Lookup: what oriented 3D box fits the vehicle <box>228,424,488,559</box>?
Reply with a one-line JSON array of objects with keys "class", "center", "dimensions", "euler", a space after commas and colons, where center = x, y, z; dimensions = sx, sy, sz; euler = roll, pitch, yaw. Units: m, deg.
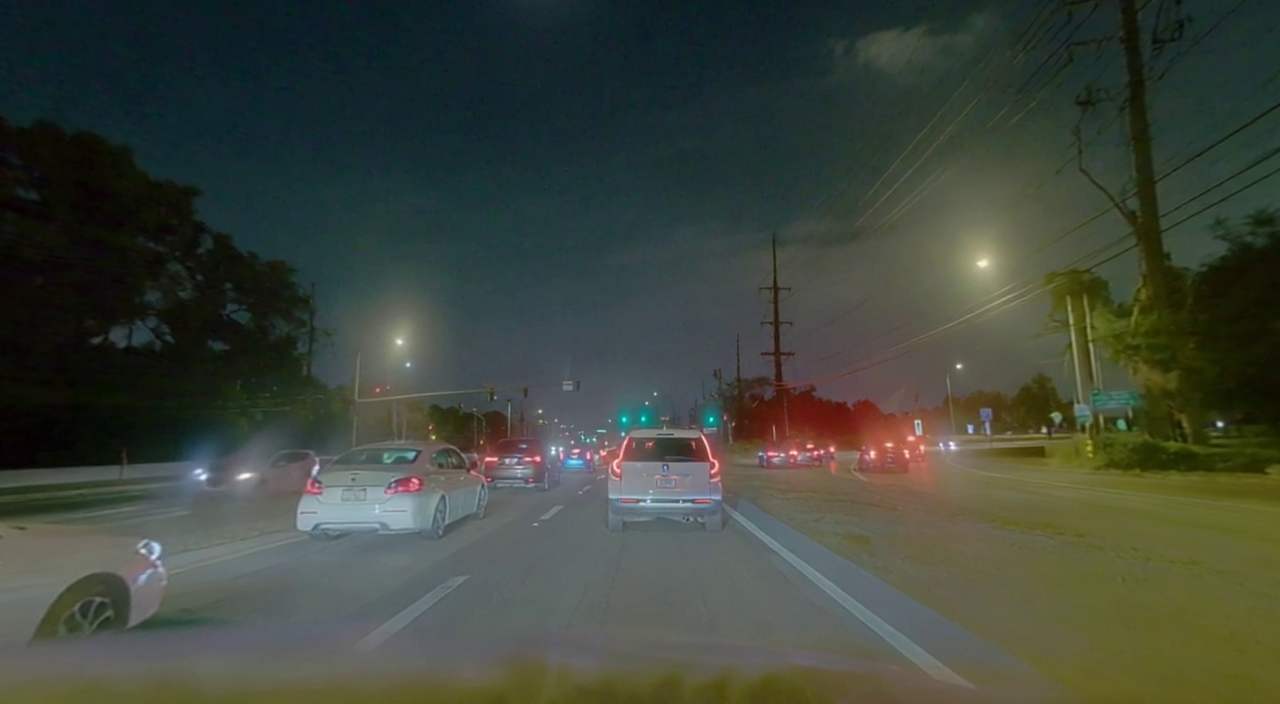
[{"class": "vehicle", "center": [-3.813, 1.943, 9.479], "dimensions": [1.999, 1.563, 4.007], "euler": [0, -9, 1]}]

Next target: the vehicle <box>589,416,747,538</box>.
[{"class": "vehicle", "center": [0.431, 2.050, 10.860], "dimensions": [2.205, 1.691, 3.937], "euler": [0, -9, 1]}]

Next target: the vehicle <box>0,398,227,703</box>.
[{"class": "vehicle", "center": [-3.782, 0.803, 1.704], "dimensions": [2.051, 1.488, 4.806], "euler": [0, -9, 0]}]

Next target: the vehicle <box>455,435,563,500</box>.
[{"class": "vehicle", "center": [-3.600, 3.266, 18.231], "dimensions": [2.018, 1.621, 4.441], "euler": [-1, -9, 2]}]
